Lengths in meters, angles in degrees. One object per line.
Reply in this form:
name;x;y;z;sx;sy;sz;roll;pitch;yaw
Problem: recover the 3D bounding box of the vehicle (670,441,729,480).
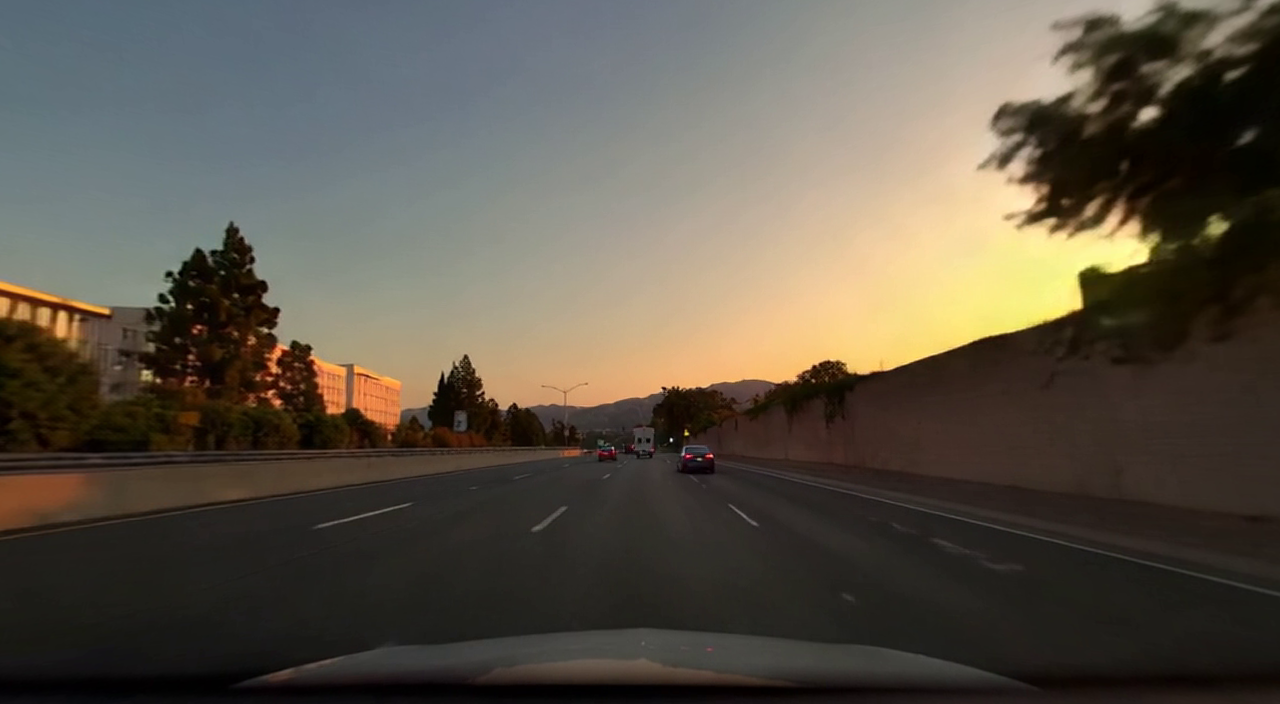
vehicle;2.456;4.610;27.052;1.973;1.536;4.337;0;-9;-2
